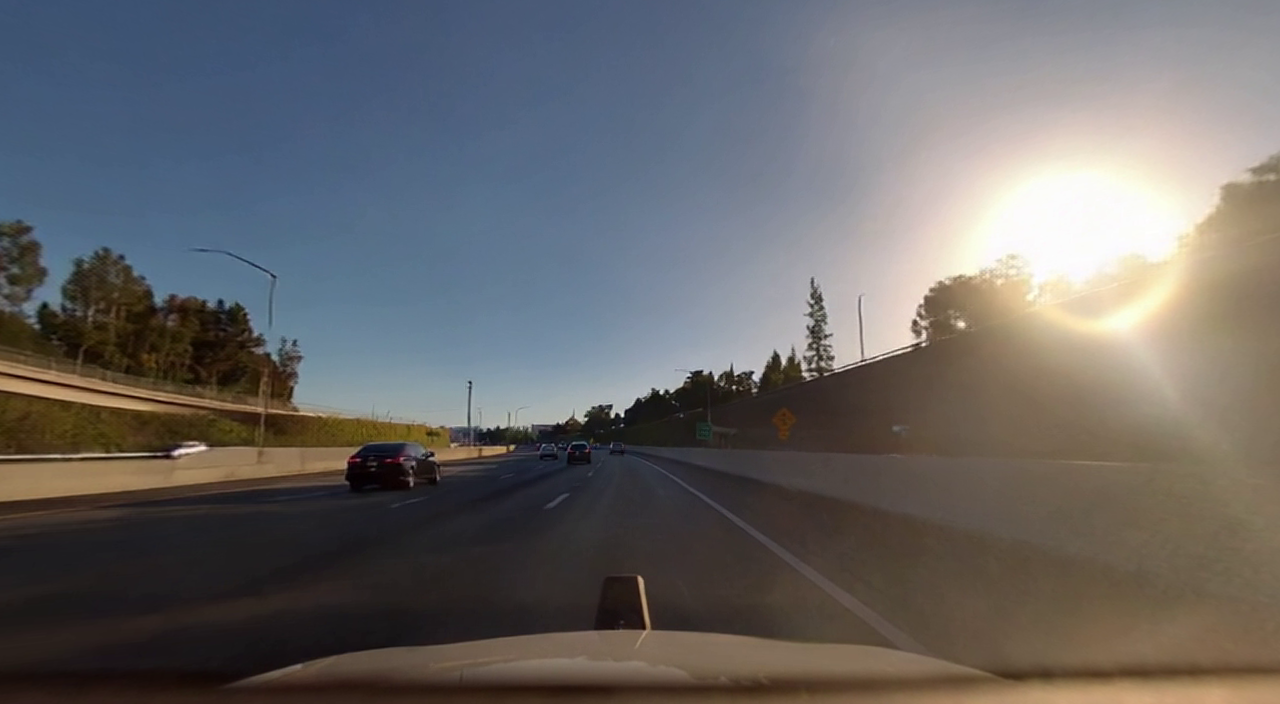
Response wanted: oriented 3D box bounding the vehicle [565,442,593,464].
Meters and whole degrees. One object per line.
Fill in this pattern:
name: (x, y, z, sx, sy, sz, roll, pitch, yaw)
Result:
vehicle: (-4.737, 7.881, 49.434, 1.971, 1.643, 4.009, 0, -8, -2)
